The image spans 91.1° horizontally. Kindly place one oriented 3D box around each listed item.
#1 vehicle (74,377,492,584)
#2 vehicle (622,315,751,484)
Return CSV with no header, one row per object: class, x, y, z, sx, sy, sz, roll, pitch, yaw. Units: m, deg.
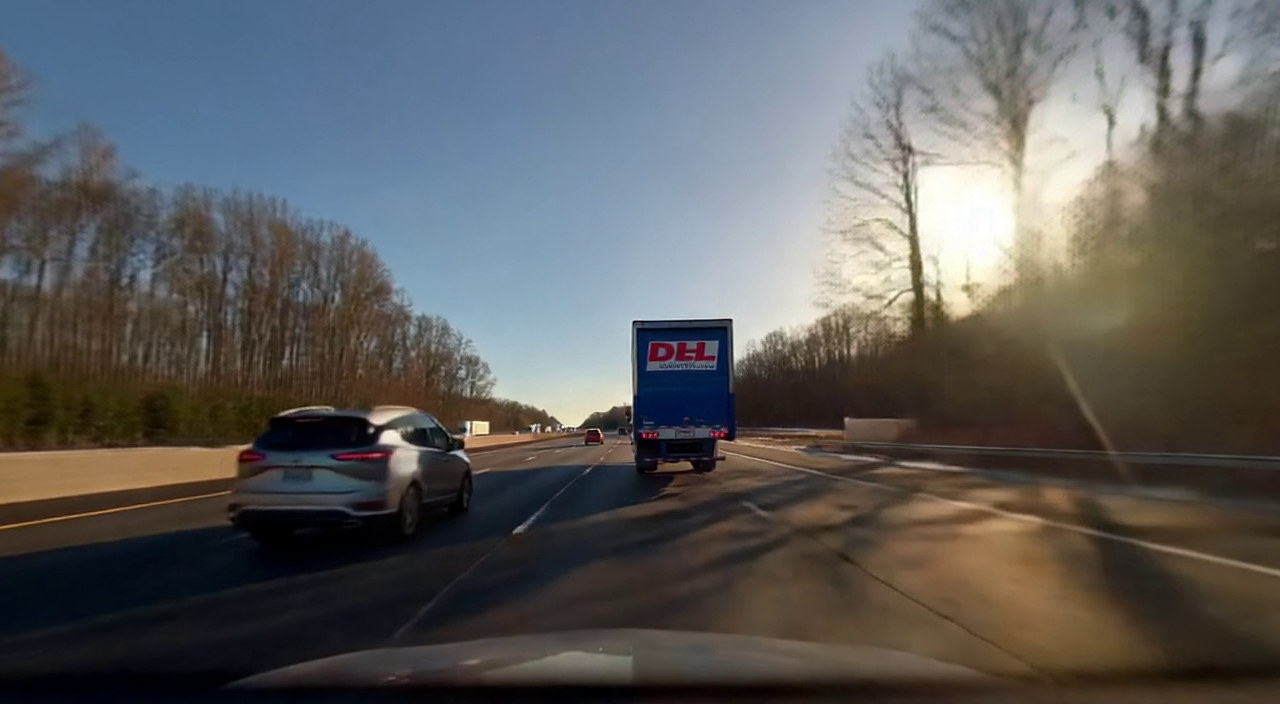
vehicle,-3.706,1.457,8.112,2.394,1.787,5.186,0,-8,-1
vehicle,1.018,1.745,20.153,3.011,4.211,8.926,0,-8,-3
